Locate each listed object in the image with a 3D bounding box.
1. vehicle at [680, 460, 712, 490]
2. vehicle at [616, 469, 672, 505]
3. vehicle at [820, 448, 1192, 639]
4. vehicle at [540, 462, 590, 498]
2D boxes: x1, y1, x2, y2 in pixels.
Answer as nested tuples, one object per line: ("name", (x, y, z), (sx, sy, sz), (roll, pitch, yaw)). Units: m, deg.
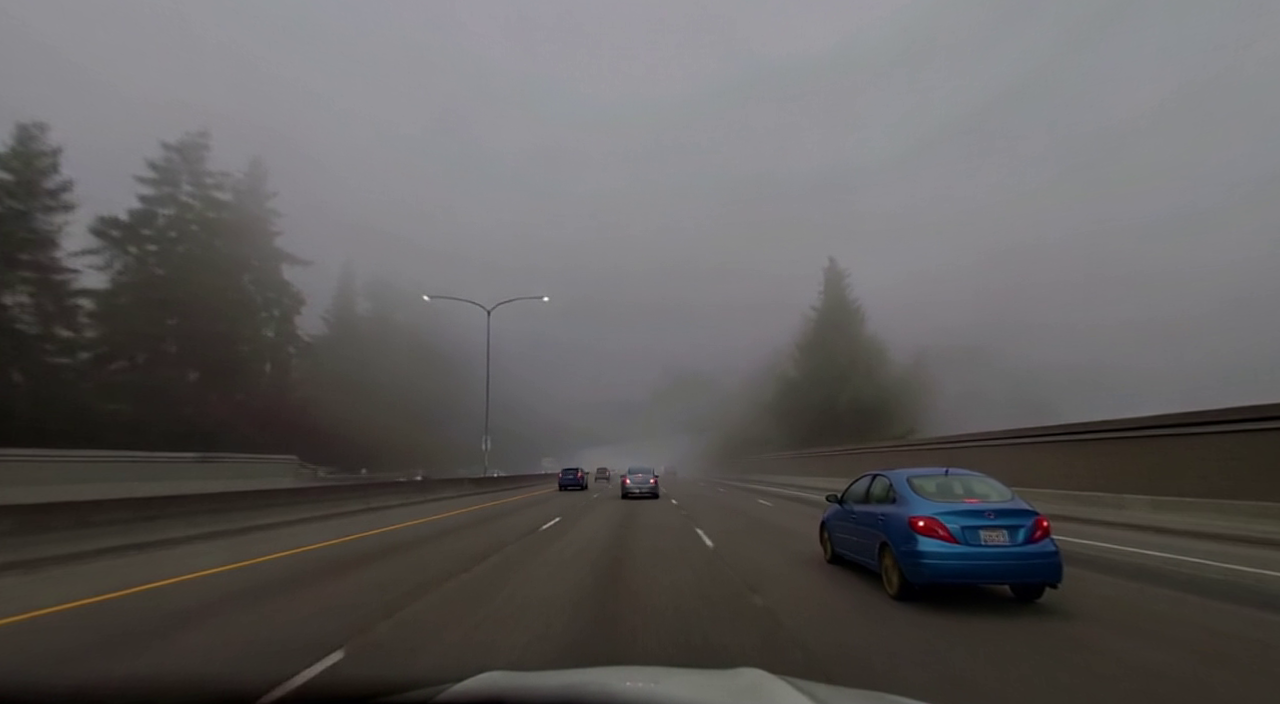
("vehicle", (4.243, 9.423, 48.526), (2.030, 2.172, 3.621), (1, -10, -2))
("vehicle", (0.188, 5.837, 27.542), (2.241, 1.425, 3.973), (1, -10, 0))
("vehicle", (3.641, 1.970, 7.273), (1.938, 1.561, 3.786), (1, -10, -1))
("vehicle", (-3.840, 6.692, 33.056), (2.021, 1.706, 4.247), (1, -10, 1))
